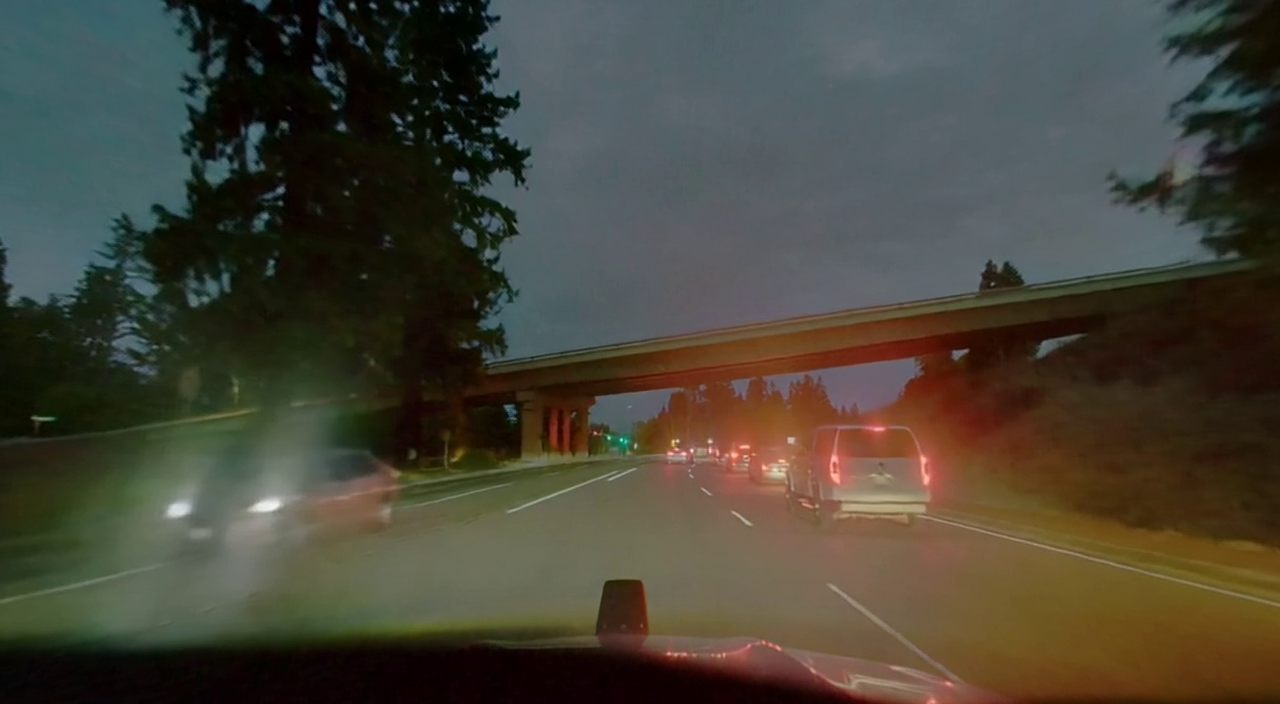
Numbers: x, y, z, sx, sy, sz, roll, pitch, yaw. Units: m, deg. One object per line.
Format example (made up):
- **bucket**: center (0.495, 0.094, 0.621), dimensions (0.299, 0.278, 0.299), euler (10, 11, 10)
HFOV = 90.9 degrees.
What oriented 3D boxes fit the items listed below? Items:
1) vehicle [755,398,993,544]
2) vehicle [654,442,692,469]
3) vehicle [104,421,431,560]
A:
- **vehicle**: center (3.607, 1.972, 11.021), dimensions (2.273, 1.944, 4.866), euler (0, -9, 0)
- **vehicle**: center (2.053, 6.290, 38.354), dimensions (2.078, 1.506, 4.058), euler (-1, -9, 6)
- **vehicle**: center (-4.905, 1.864, 9.207), dimensions (2.009, 1.527, 4.119), euler (0, -9, 5)
